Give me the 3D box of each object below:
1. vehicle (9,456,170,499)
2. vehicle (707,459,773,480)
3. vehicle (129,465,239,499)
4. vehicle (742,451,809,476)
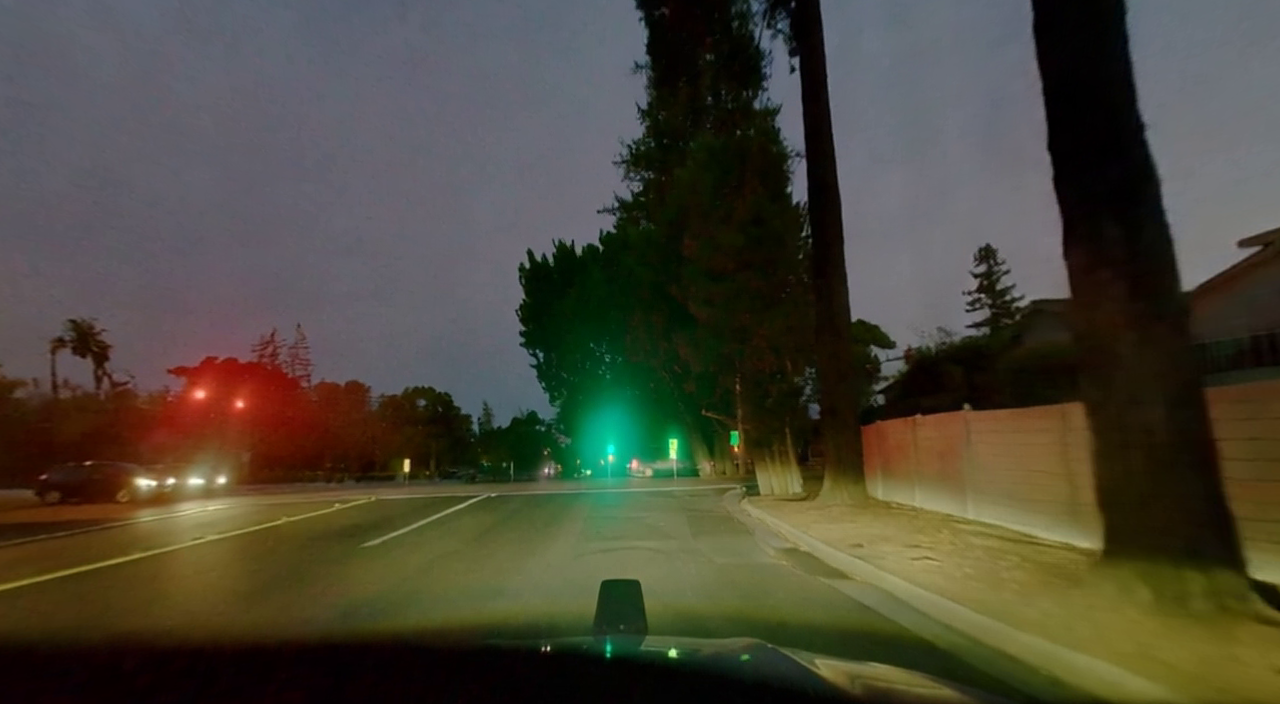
[{"bbox_3d":[-25.345,5.779,29.227,5.107,1.749,2.254,0,-9,-6],"label":"vehicle"},{"bbox_3d":[7.453,8.775,47.103,4.510,1.461,1.828,1,-9,-9],"label":"vehicle"},{"bbox_3d":[-26.284,7.485,36.442,4.664,1.728,1.959,0,-9,-6],"label":"vehicle"},{"bbox_3d":[9.406,7.745,43.824,4.106,1.583,1.806,1,-9,-9],"label":"vehicle"}]
